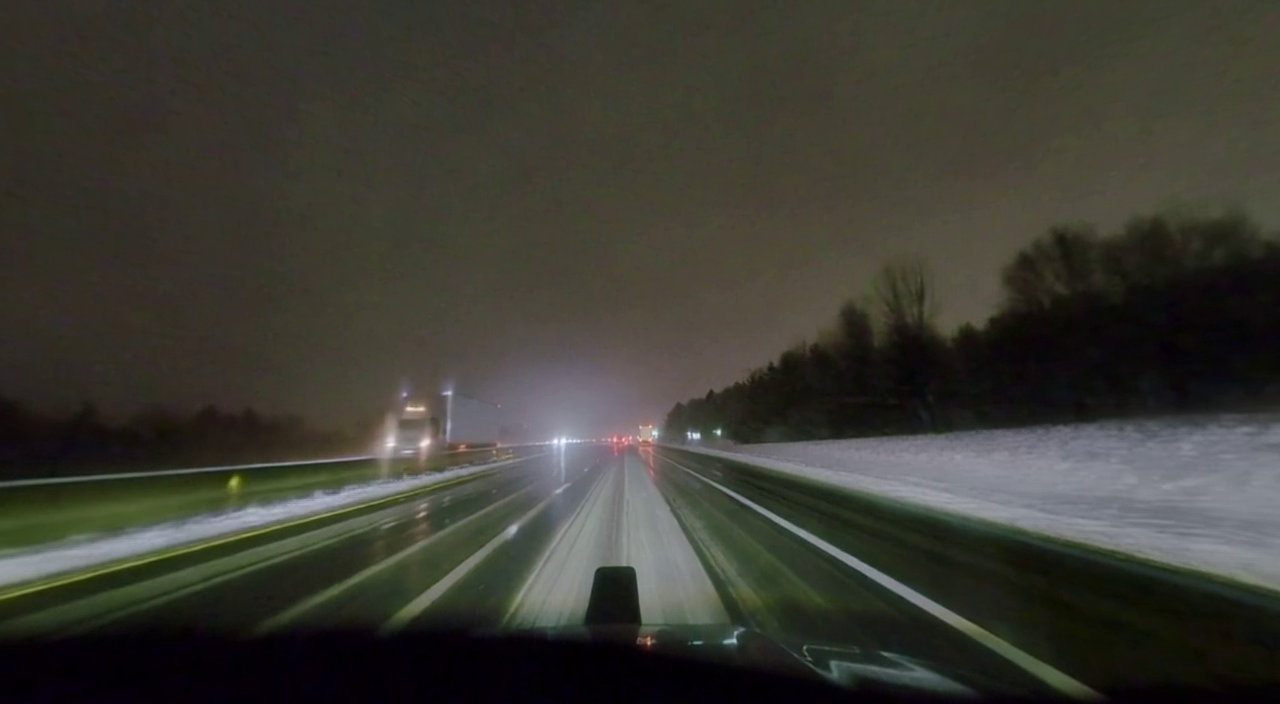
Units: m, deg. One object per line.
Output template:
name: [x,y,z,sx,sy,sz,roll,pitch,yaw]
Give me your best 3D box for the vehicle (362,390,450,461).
vehicle: [-13.631,4.397,37.260,2.967,3.842,5.829,0,-8,-1]
